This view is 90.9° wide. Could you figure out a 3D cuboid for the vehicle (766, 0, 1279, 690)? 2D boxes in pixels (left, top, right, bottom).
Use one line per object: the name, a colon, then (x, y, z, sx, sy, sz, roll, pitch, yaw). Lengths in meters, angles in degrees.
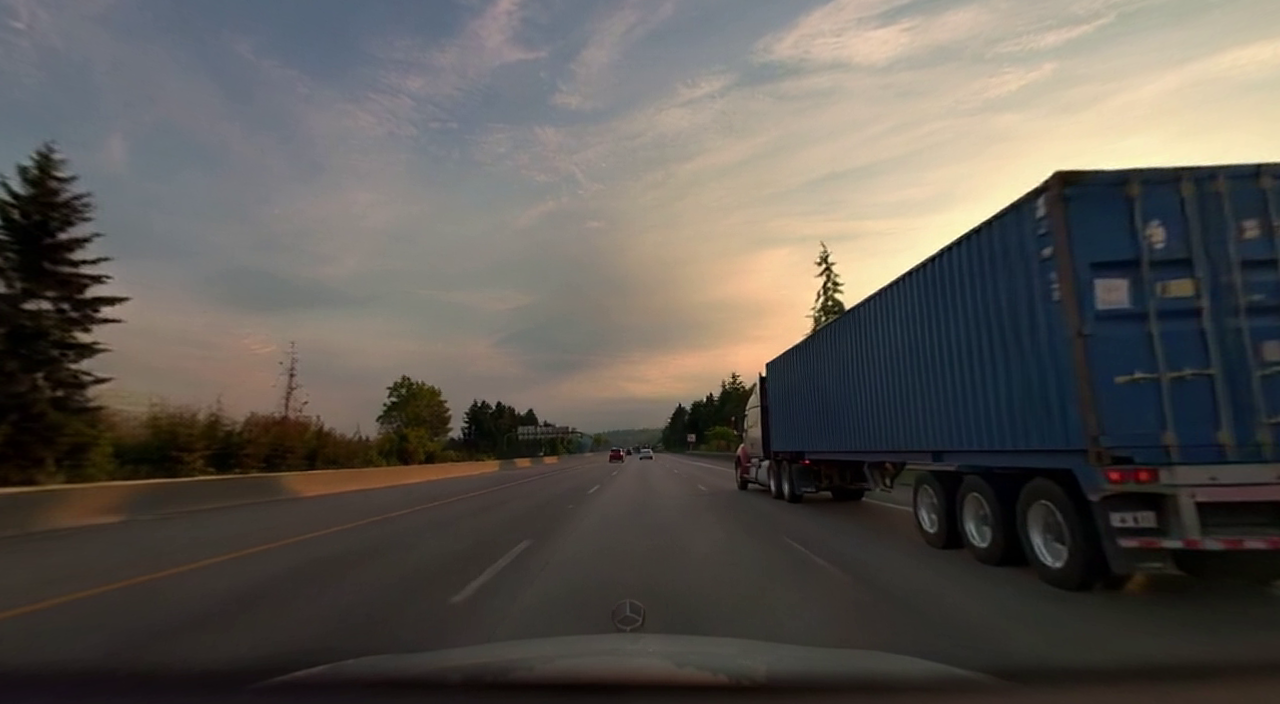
vehicle: (4.716, 0.720, 9.526, 2.821, 4.046, 12.876, 0, -9, -1)
